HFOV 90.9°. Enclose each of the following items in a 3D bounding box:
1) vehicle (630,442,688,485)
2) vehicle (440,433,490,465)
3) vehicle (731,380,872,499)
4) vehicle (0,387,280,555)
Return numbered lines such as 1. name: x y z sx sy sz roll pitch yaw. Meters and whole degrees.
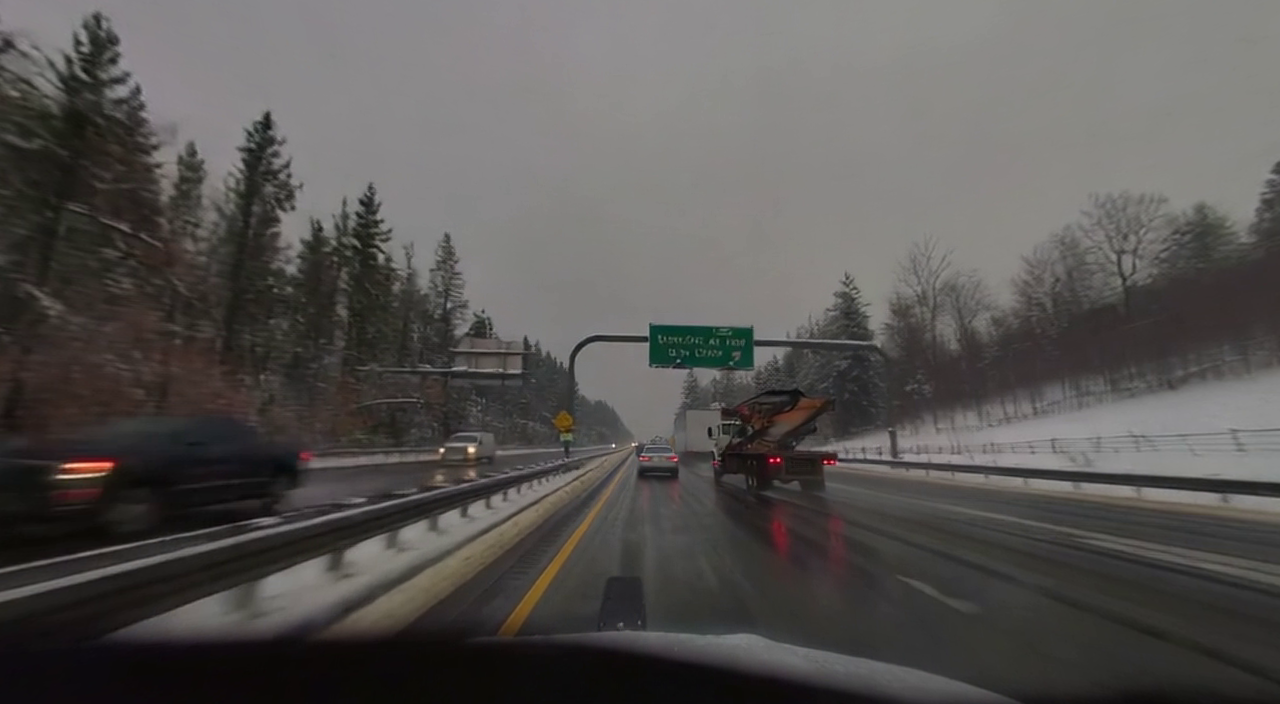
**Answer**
1. vehicle: 0.656 4.334 24.835 2.069 1.523 4.012 0 -9 -1
2. vehicle: -11.744 6.560 42.604 2.056 2.054 4.765 0 -9 0
3. vehicle: 5.000 2.984 21.275 2.600 3.282 7.635 0 -9 -1
4. vehicle: -7.580 1.635 9.177 2.015 1.839 4.385 0 -9 0
